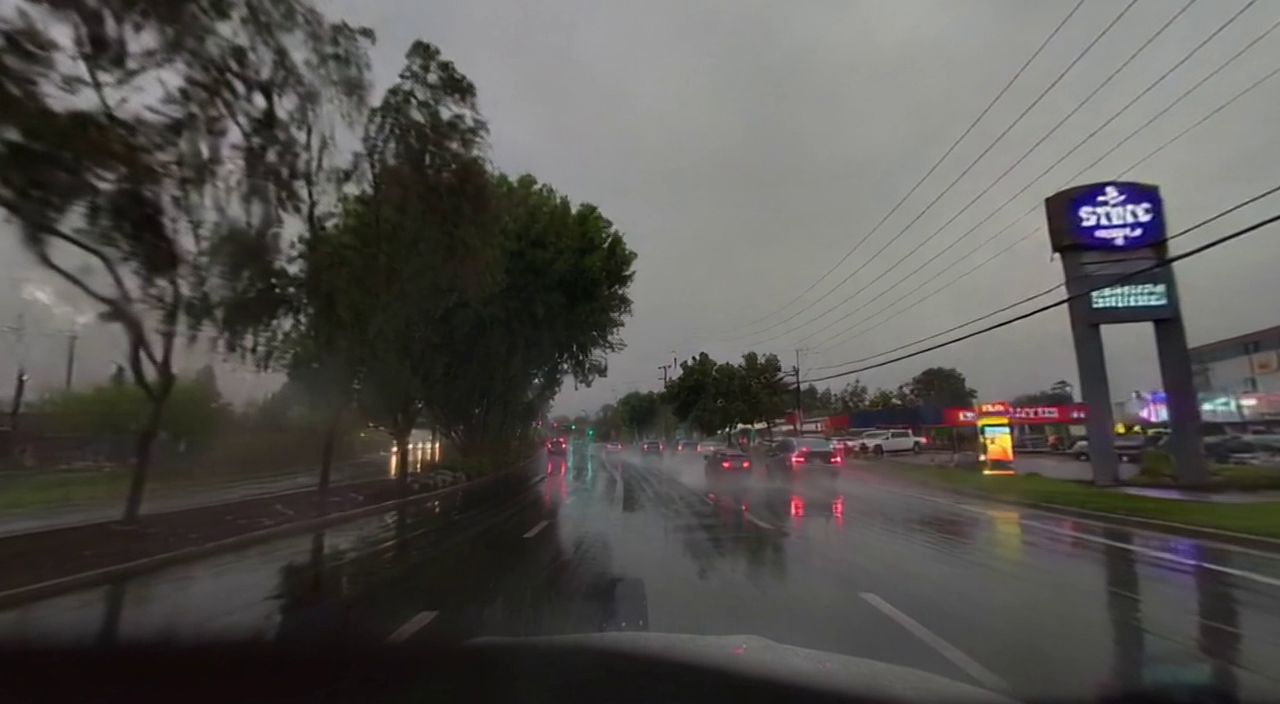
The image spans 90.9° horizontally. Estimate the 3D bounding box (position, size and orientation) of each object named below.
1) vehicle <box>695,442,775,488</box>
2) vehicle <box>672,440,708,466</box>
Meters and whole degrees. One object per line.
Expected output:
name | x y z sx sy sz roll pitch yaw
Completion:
vehicle | 3.277 3.991 22.675 2.130 1.476 4.453 0 -8 -1
vehicle | 3.572 7.338 46.003 2.250 1.723 4.424 0 -8 0
